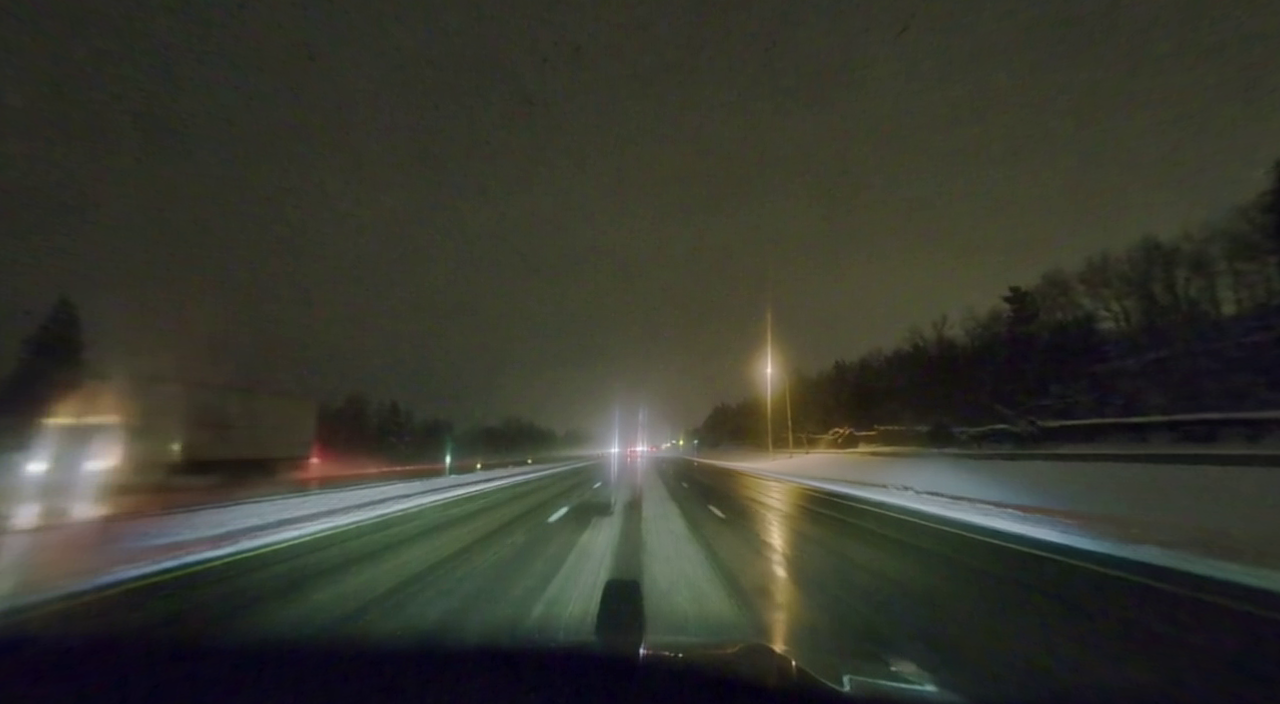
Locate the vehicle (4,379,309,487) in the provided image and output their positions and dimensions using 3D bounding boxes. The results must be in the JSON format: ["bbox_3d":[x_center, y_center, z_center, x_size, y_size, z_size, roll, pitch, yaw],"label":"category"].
[{"bbox_3d":[-18.096,3.415,25.518,2.803,3.326,11.973,0,-9,0],"label":"vehicle"}]
